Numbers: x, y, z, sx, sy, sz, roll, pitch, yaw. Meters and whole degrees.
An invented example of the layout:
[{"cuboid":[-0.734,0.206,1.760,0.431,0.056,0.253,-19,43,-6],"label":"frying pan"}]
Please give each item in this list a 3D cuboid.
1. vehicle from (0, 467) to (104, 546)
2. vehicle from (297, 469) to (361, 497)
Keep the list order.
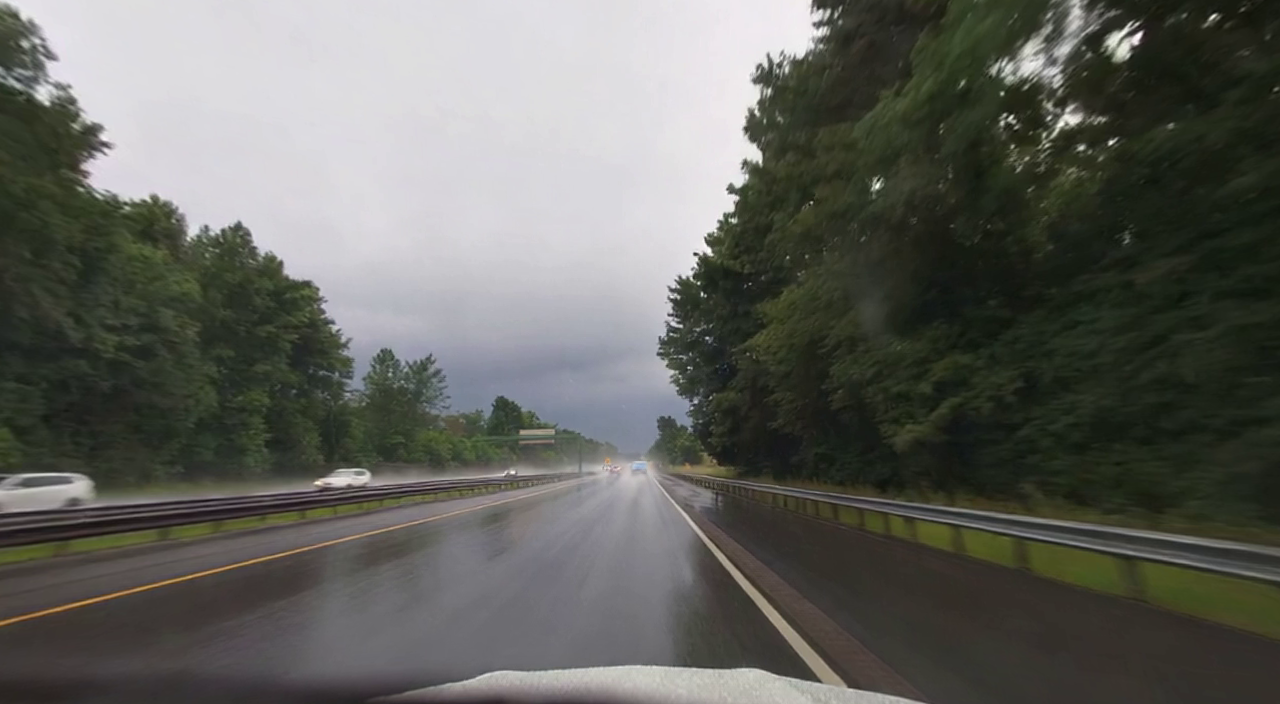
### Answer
[{"cuboid":[-13.039,2.949,12.102,1.889,1.450,4.008,1,-10,0],"label":"vehicle"},{"cuboid":[-17.389,7.335,35.428,1.706,1.438,3.555,1,-10,0],"label":"vehicle"}]
